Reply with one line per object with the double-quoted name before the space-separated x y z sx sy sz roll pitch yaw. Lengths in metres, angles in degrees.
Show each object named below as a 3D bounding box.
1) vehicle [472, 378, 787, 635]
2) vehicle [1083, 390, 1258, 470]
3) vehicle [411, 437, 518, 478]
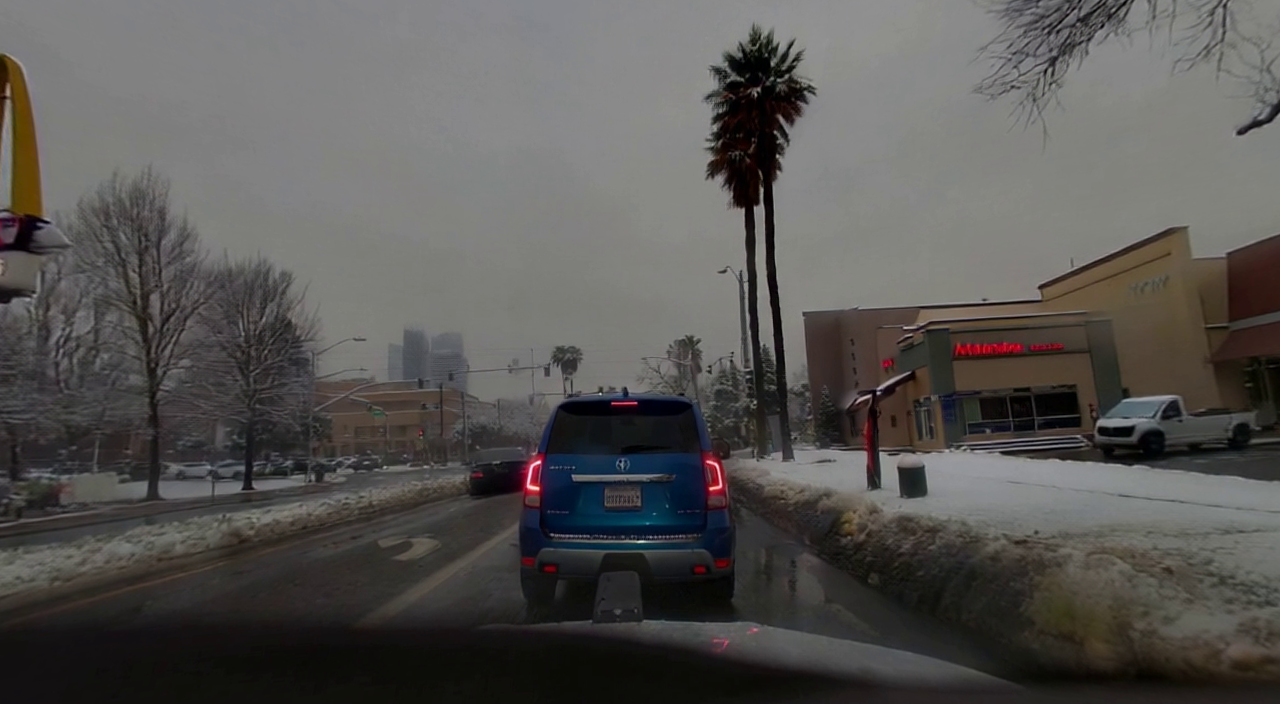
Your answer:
"vehicle" -0.123 1.383 6.518 2.234 1.818 3.869 0 -9 -2
"vehicle" 16.098 2.405 19.051 6.060 2.047 2.490 6 -11 -36
"vehicle" -9.521 5.801 35.031 2.448 2.043 5.988 -4 -10 23
